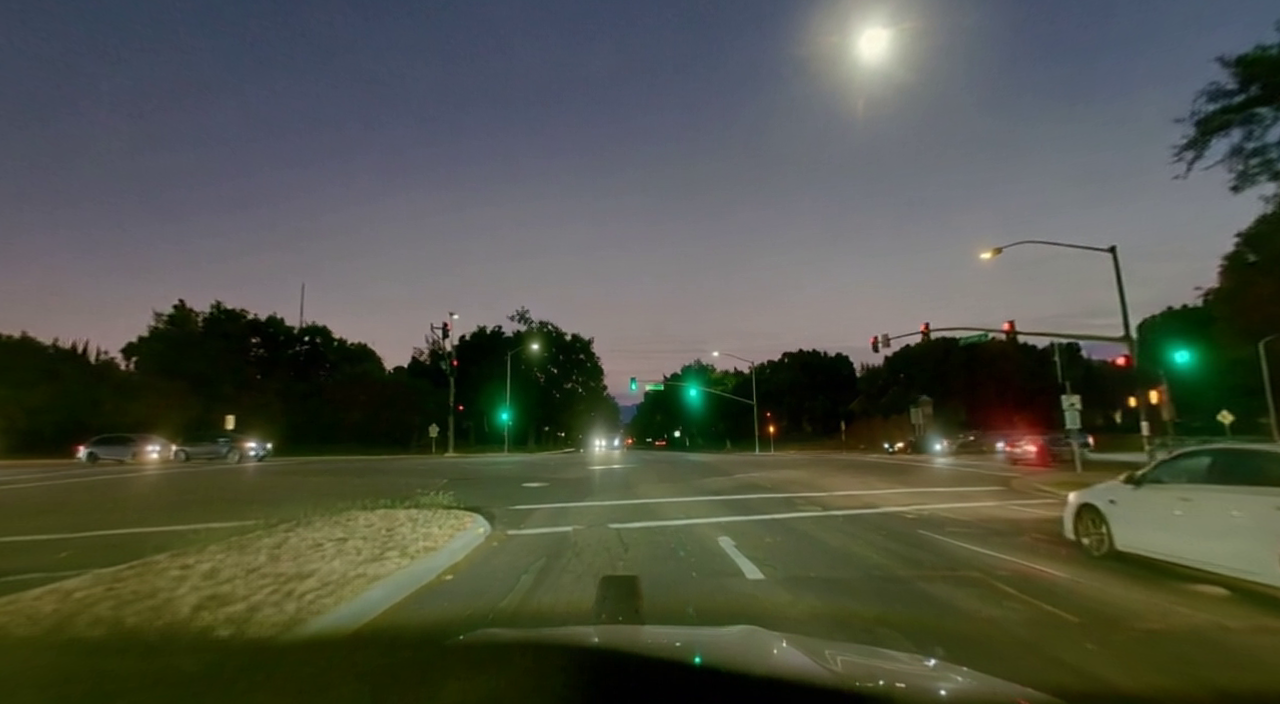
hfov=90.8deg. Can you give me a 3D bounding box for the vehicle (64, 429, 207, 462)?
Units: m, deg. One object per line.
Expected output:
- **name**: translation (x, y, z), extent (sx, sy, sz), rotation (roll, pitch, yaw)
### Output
- **vehicle**: translation (-24.173, 4.508, 30.469), extent (4.912, 1.485, 1.922), rotation (2, -9, -15)

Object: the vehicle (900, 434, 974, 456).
- **vehicle**: translation (21.029, 6.599, 44.697), extent (4.516, 1.468, 1.962), rotation (3, -9, -18)

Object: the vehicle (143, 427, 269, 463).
- **vehicle**: translation (-19.911, 4.290, 29.204), extent (4.331, 1.544, 1.896), rotation (2, -9, -17)

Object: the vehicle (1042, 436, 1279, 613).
- **vehicle**: translation (6.085, 1.523, 5.946), extent (1.815, 1.417, 4.125), rotation (0, -9, -1)
